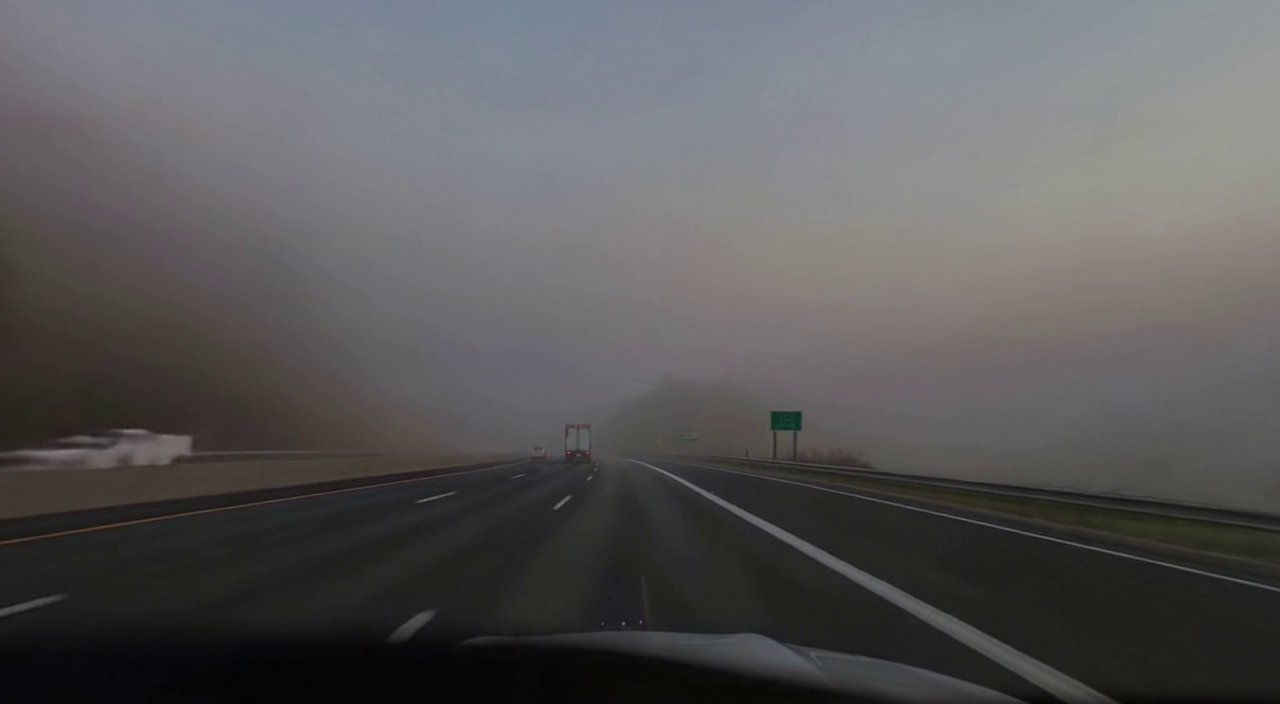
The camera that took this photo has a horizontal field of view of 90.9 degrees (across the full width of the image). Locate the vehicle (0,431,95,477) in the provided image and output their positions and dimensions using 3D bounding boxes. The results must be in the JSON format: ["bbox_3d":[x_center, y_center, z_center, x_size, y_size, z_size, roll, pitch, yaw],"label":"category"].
[{"bbox_3d":[-26.033,4.274,26.466,2.037,1.780,4.913,0,-8,-3],"label":"vehicle"}]

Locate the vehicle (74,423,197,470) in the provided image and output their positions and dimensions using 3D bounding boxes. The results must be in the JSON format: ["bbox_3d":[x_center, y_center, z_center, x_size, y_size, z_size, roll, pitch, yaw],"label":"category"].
[{"bbox_3d":[-26.274,4.957,33.125,2.466,2.214,4.830,0,-8,-2],"label":"vehicle"}]
